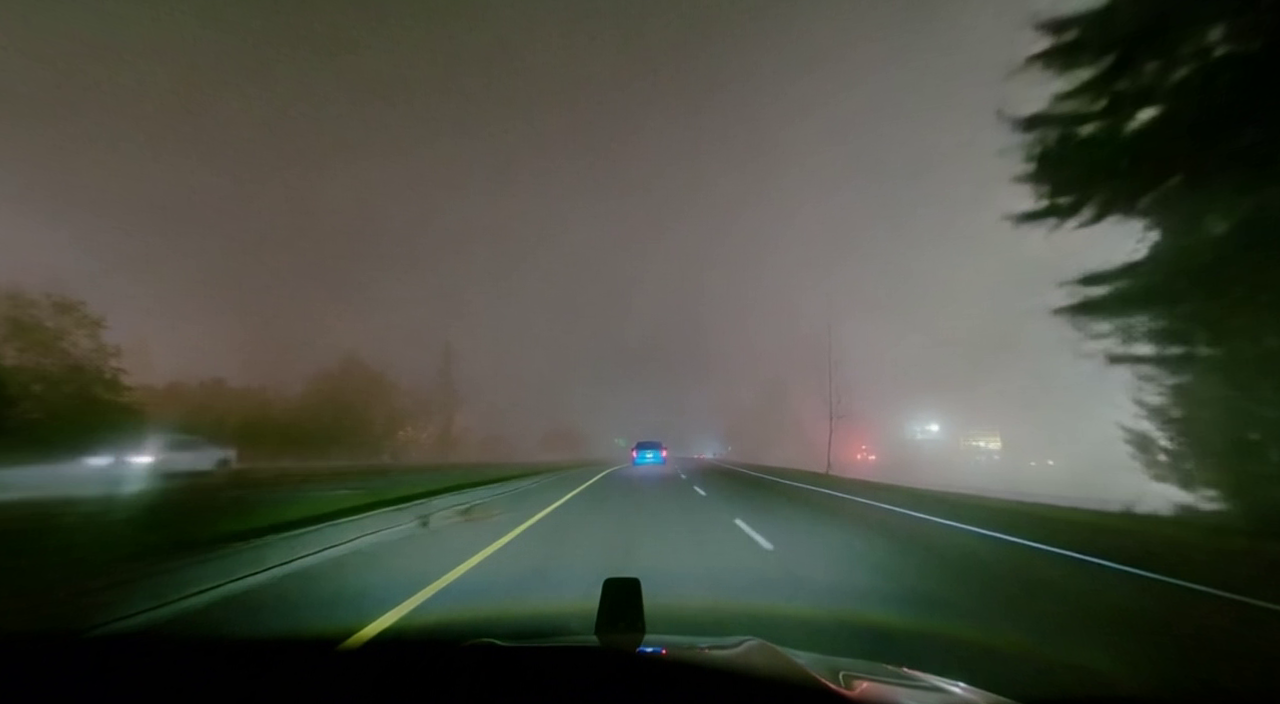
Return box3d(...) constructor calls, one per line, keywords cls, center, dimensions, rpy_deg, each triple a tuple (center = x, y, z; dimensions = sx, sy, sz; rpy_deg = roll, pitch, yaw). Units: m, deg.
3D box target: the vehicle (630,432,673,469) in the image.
box3d(cls="vehicle", center=(0.756, 6.156, 39.282), dimensions=(2.546, 2.126, 5.153), rpy_deg=(-1, -8, 2))
